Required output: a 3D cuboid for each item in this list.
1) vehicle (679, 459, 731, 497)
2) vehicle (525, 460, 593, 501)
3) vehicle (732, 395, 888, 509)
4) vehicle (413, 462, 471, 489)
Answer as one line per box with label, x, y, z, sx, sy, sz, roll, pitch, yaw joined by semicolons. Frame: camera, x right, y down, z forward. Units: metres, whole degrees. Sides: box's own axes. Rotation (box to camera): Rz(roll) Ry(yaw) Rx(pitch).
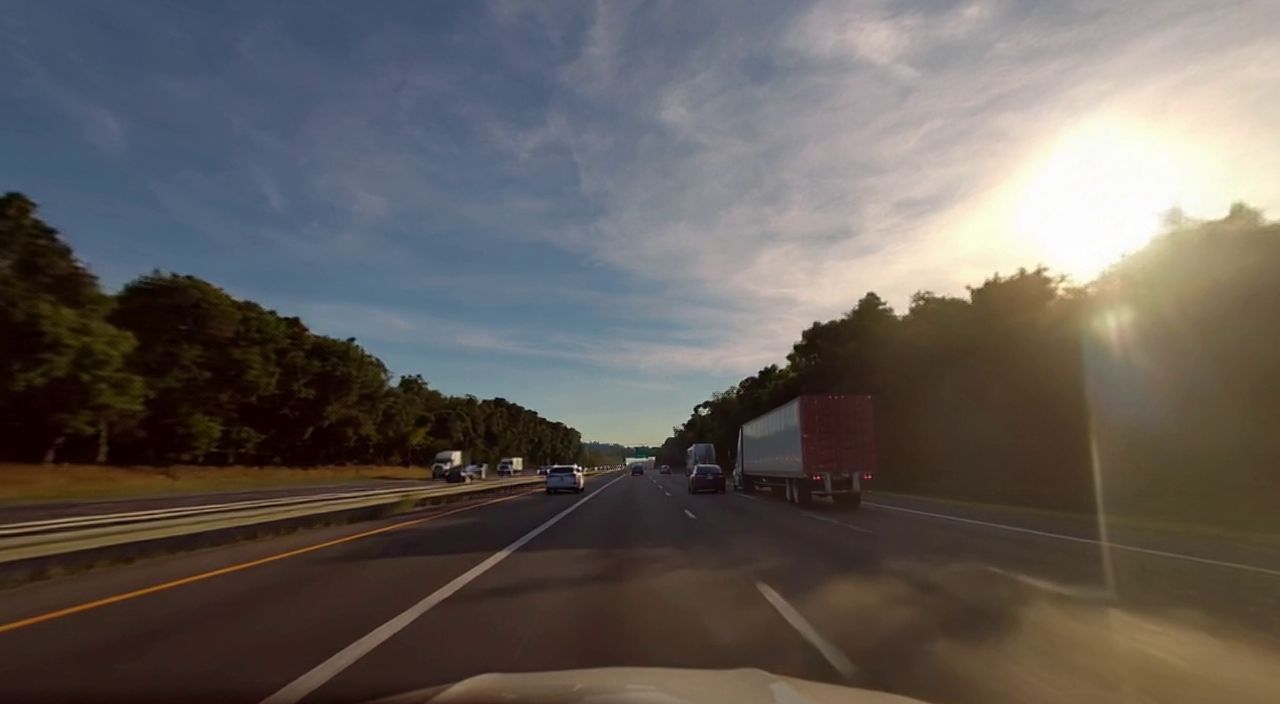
vehicle;3.216;6.372;31.929;2.050;1.708;4.457;1;-10;-1
vehicle;-3.269;5.321;26.258;2.065;1.485;4.682;1;-10;2
vehicle;7.453;5.208;31.636;2.861;4.086;17.499;1;-10;-1
vehicle;-11.668;7.317;37.310;1.870;1.474;4.645;1;-10;0
